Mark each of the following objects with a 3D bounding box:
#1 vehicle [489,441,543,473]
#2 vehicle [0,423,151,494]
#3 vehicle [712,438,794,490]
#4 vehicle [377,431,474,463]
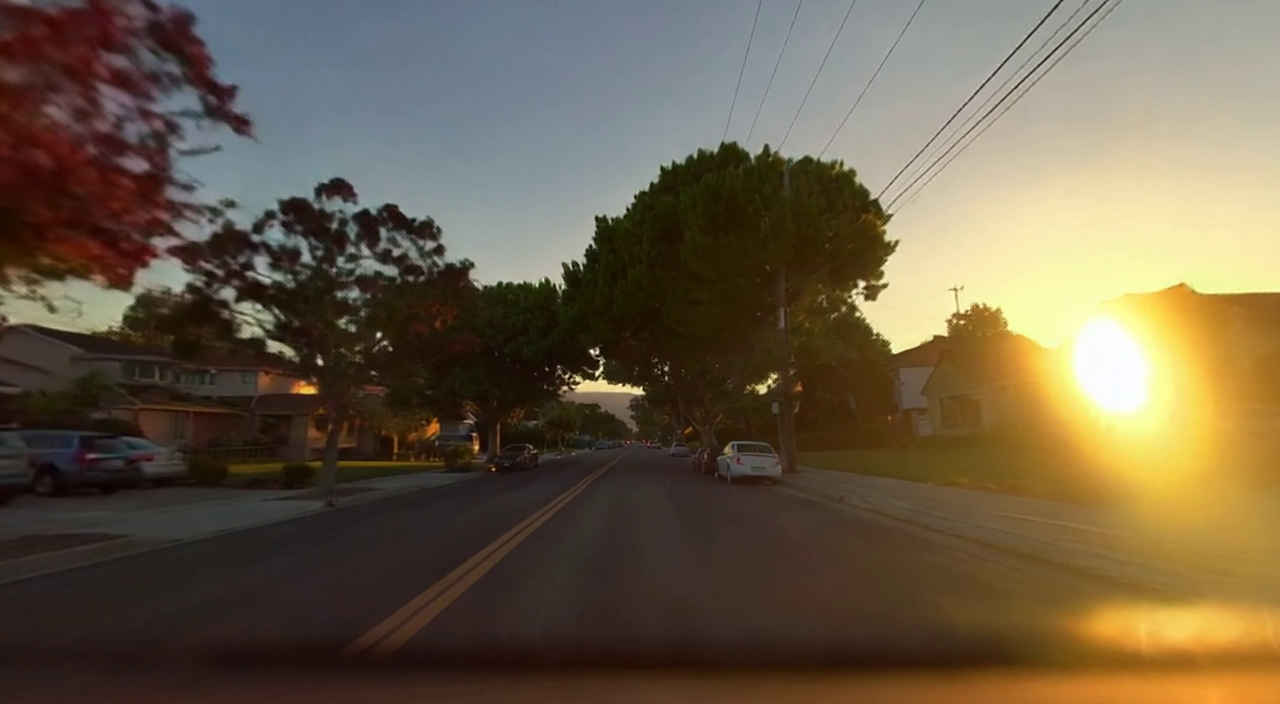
[{"bbox_3d":[-6.531,5.556,33.687,1.985,1.497,4.655,-2,-8,-1],"label":"vehicle"},{"bbox_3d":[-15.509,2.691,16.013,4.369,1.671,1.990,0,-8,-3],"label":"vehicle"},{"bbox_3d":[3.707,3.748,21.494,1.917,1.569,4.460,0,-8,-1],"label":"vehicle"},{"bbox_3d":[-14.347,6.385,42.337,5.681,2.094,2.344,0,-8,1],"label":"vehicle"}]
